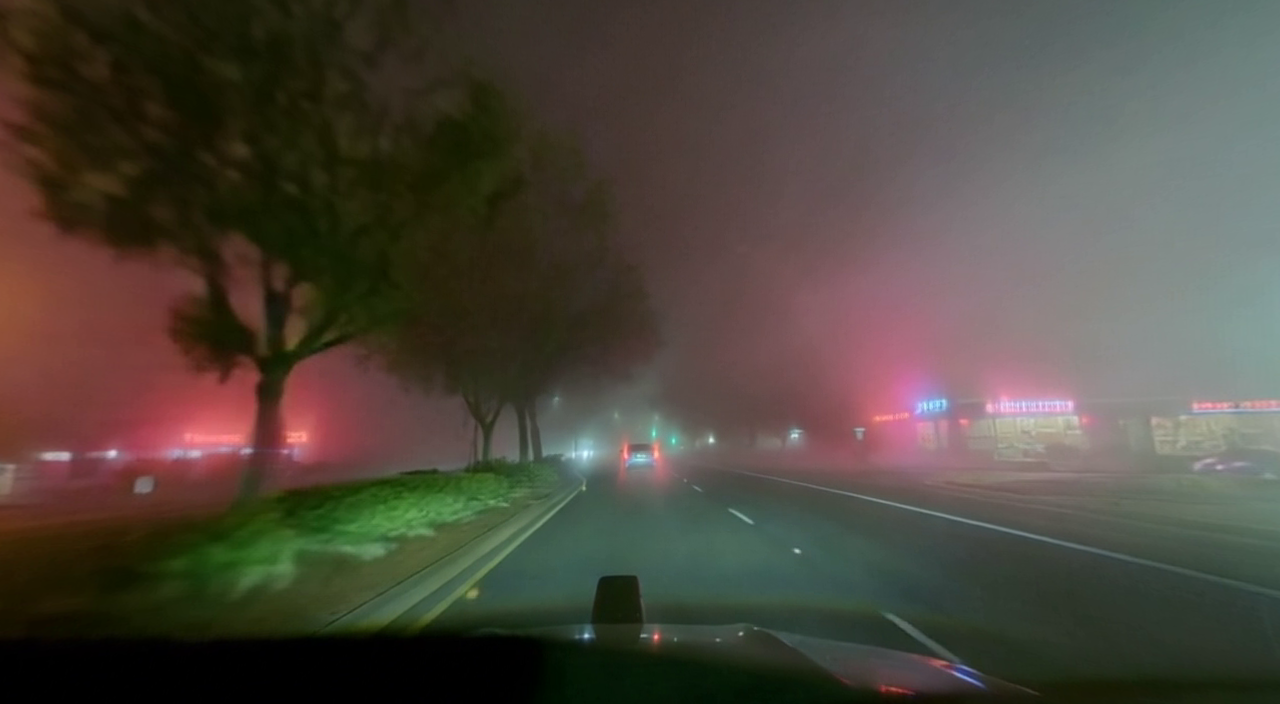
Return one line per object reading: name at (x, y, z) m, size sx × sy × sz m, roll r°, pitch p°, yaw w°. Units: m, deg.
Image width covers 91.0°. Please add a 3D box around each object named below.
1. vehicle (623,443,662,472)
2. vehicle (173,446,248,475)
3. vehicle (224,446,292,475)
vehicle at (0.067, 5.691, 34.034) m, size 1.998 × 1.452 × 3.773 m, roll 0°, pitch -9°, yaw -2°
vehicle at (-31.465, 7.925, 46.285) m, size 2.155 × 2.023 × 5.077 m, roll 0°, pitch -9°, yaw -4°
vehicle at (-28.179, 7.973, 46.641) m, size 2.191 × 1.947 × 5.156 m, roll 1°, pitch -9°, yaw -5°
